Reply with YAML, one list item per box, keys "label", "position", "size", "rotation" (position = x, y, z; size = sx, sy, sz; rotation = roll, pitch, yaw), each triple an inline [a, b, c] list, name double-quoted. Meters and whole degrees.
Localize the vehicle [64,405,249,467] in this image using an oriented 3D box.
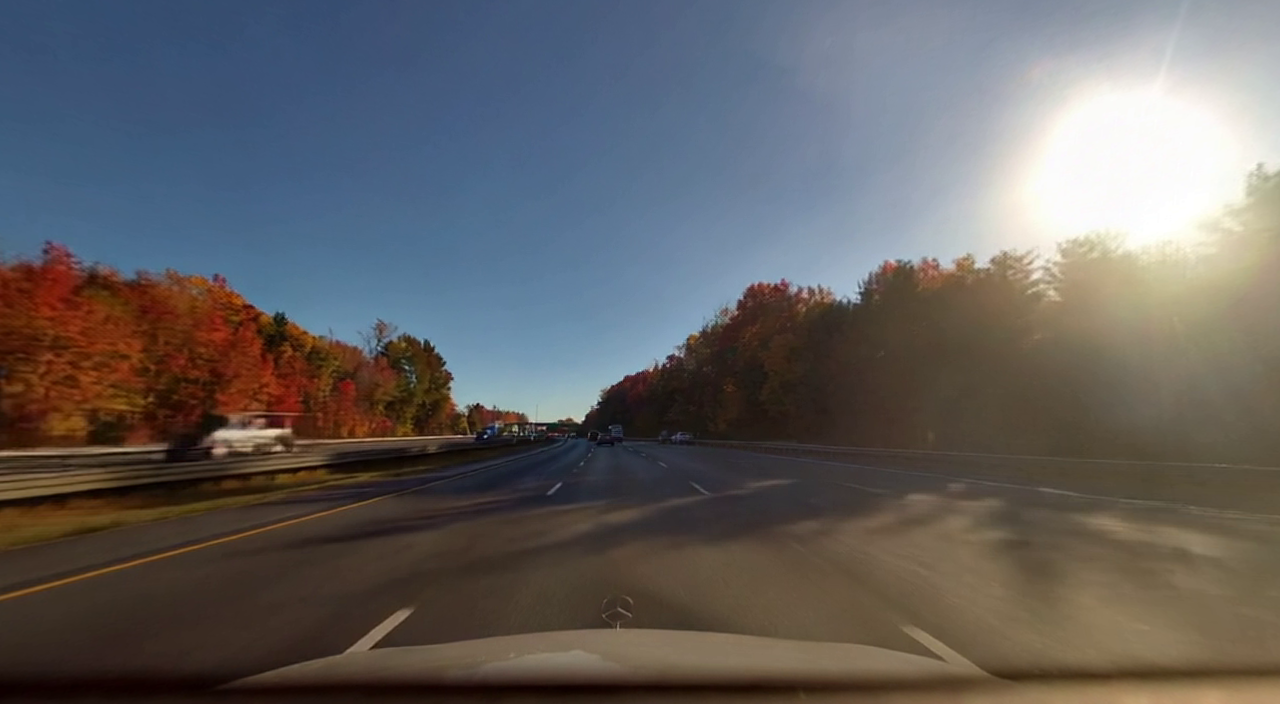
- label: "vehicle"
  position: [-14.187, 2.527, 18.894]
  size: [2.070, 1.625, 4.519]
  rotation: [0, -8, -2]
